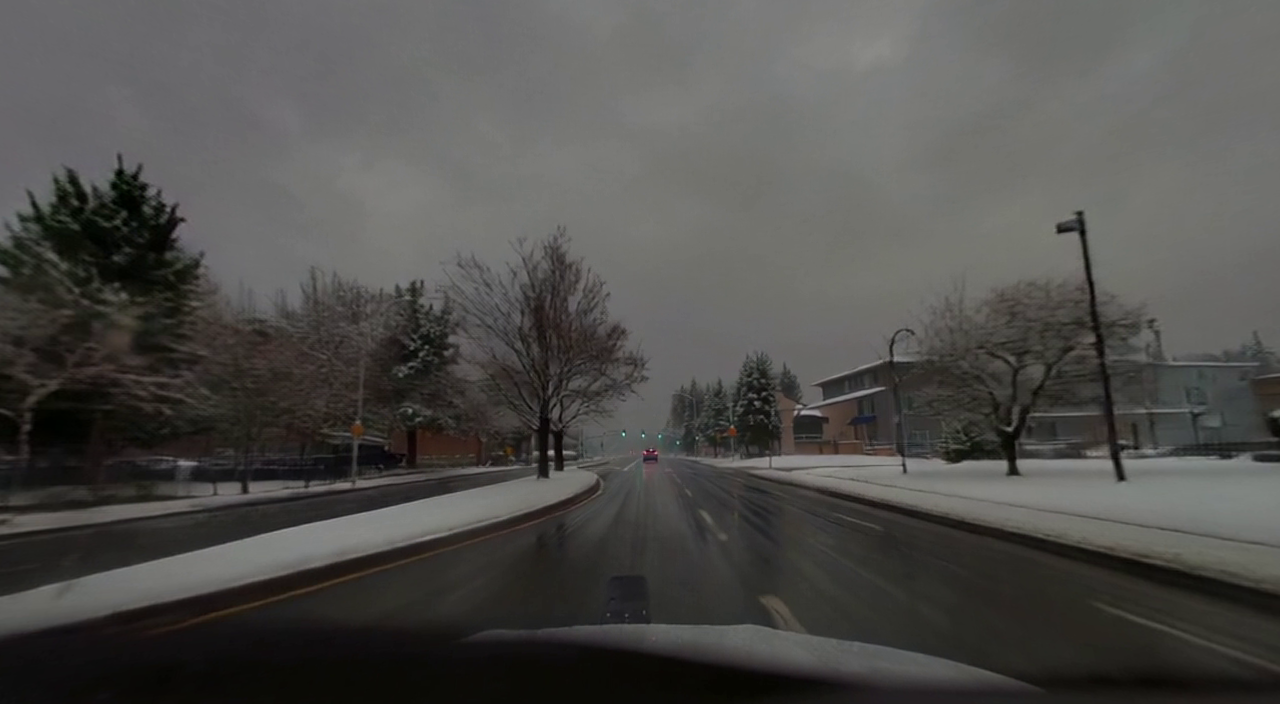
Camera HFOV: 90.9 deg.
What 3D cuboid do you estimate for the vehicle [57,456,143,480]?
[{"bbox_3d":[-35.889,7.692,42.038,1.788,1.470,4.439,0,-8,0],"label":"vehicle"}]

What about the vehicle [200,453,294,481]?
[{"bbox_3d":[-22.676,6.638,36.456,4.140,1.556,1.995,-1,-8,2],"label":"vehicle"}]

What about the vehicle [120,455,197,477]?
[{"bbox_3d":[-37.130,8.802,48.660,4.378,1.604,1.989,-1,-9,5],"label":"vehicle"}]
